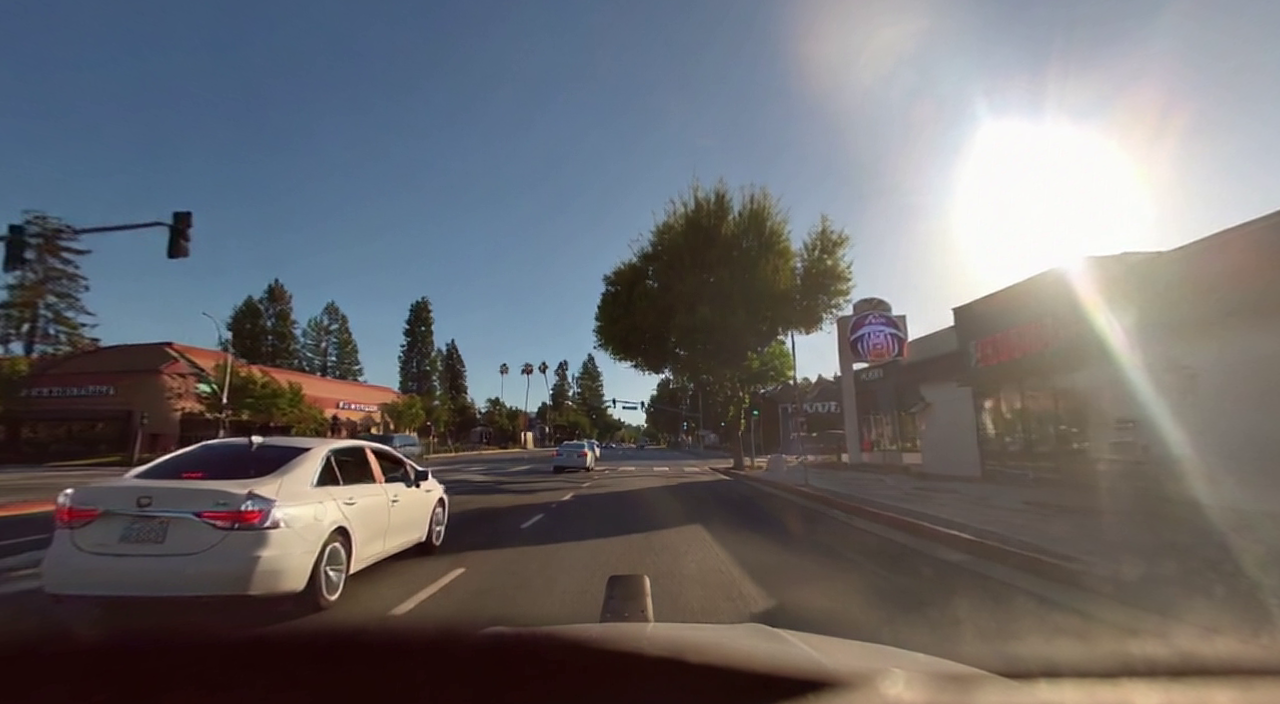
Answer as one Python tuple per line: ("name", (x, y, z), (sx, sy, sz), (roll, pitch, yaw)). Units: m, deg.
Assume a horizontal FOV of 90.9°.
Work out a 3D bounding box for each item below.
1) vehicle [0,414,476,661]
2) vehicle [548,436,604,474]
("vehicle", (-3.203, 1.449, 6.070), (2.018, 1.477, 4.401), (0, -8, 1))
("vehicle", (-2.968, 4.896, 30.167), (2.109, 1.692, 4.220), (0, -8, 2))
